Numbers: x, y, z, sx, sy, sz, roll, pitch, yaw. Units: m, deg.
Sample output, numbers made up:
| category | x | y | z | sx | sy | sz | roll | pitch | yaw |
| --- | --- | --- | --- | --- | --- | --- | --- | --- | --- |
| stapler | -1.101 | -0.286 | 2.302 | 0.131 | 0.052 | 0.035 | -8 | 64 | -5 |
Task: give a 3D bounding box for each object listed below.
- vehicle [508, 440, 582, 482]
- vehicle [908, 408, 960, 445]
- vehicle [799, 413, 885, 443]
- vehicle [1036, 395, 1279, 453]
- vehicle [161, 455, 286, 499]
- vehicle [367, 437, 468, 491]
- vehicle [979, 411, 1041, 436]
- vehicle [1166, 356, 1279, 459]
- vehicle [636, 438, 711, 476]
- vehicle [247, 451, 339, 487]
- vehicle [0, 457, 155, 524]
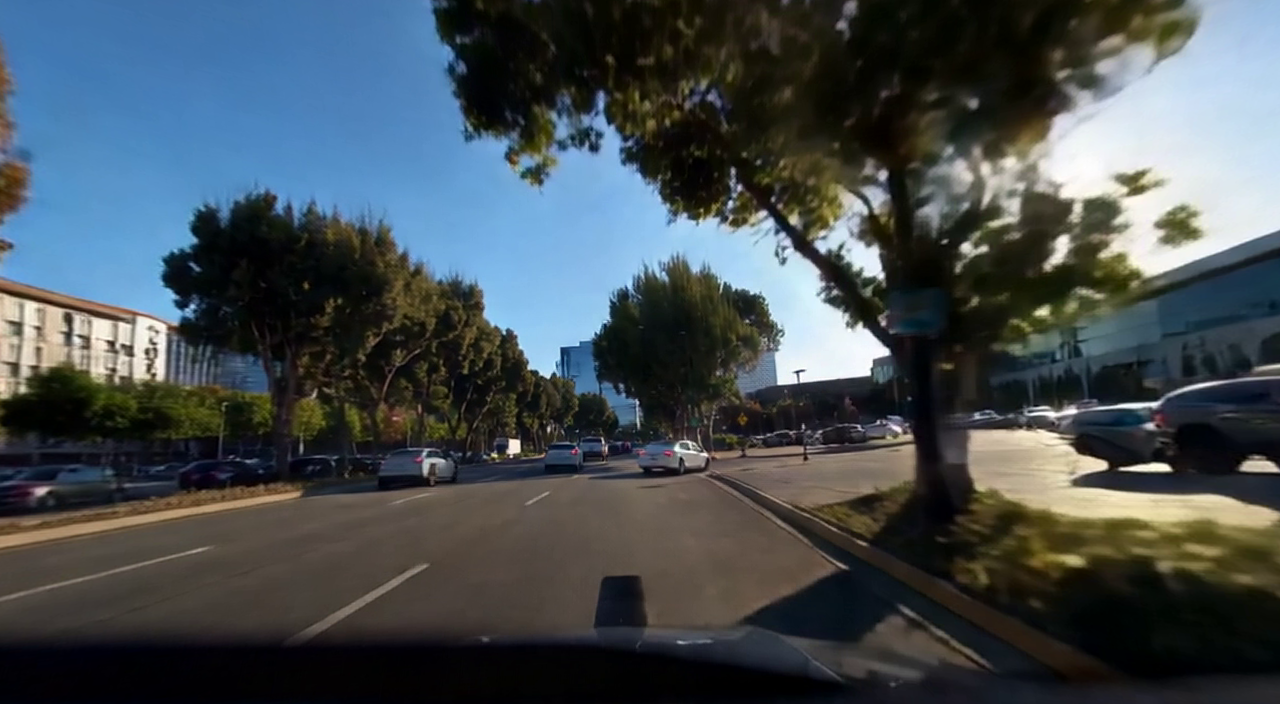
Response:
| category | x | y | z | sx | sy | sz | roll | pitch | yaw |
| --- | --- | --- | --- | --- | --- | --- | --- | --- | --- |
| vehicle | -3.680 | 4.297 | 25.279 | 2.235 | 1.500 | 4.420 | 0 | -8 | 0 |
| vehicle | 18.219 | 4.725 | 39.418 | 2.569 | 2.081 | 6.193 | -4 | -9 | 23 |
| vehicle | 13.893 | 5.308 | 43.757 | 5.161 | 1.993 | 2.293 | 0 | -8 | 2 |
| vehicle | 14.020 | 2.000 | 17.222 | 4.993 | 1.487 | 2.064 | 0 | -8 | 0 |
| vehicle | -16.841 | 5.046 | 25.909 | 1.923 | 1.543 | 4.687 | 0 | -8 | 0 |
| vehicle | -7.945 | 4.023 | 23.083 | 2.054 | 1.744 | 4.422 | 0 | -8 | 0 |
| vehicle | 27.156 | 5.326 | 46.510 | 1.992 | 1.498 | 4.667 | -5 | -9 | 5 |
| vehicle | 13.485 | 1.062 | 11.512 | 5.633 | 1.705 | 2.433 | 0 | -8 | -1 |
| vehicle | 1.575 | 4.590 | 27.856 | 2.208 | 1.513 | 4.504 | -3 | -9 | 18 |
| vehicle | -17.445 | 5.865 | 32.044 | 2.084 | 1.624 | 4.486 | 0 | -8 | 0 |
| vehicle | -16.828 | 3.913 | 18.402 | 1.858 | 1.612 | 4.398 | 0 | -8 | 0 |
